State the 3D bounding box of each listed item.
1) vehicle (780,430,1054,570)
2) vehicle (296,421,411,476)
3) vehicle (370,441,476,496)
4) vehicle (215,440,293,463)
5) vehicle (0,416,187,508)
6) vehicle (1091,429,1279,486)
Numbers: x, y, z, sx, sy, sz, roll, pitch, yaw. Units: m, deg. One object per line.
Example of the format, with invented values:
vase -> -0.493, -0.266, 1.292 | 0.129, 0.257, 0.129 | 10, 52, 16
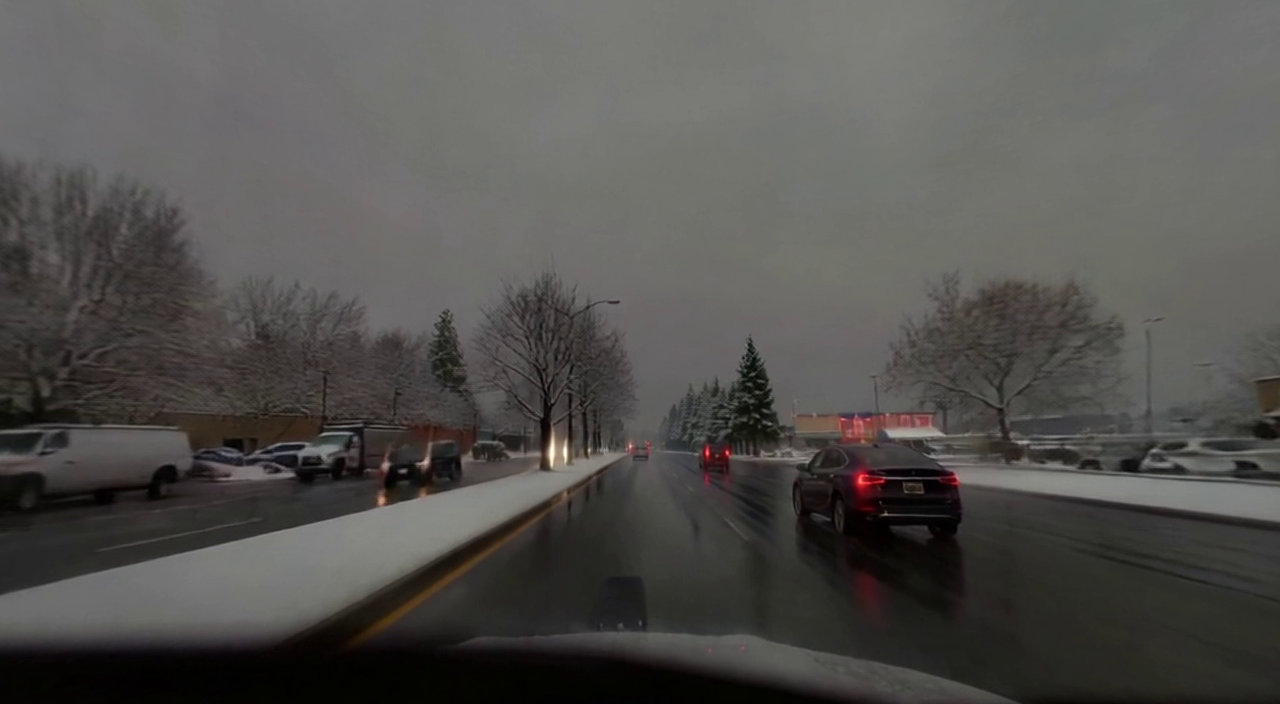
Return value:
vehicle -> 3.512, 1.944, 9.074 | 1.935, 1.501, 4.384 | 0, -9, 0
vehicle -> -18.151, 6.272, 40.748 | 3.043, 2.916, 9.736 | -4, -9, -1
vehicle -> -6.509, 3.527, 19.429 | 1.923, 1.471, 4.646 | 1, -9, -4
vehicle -> -28.949, 7.491, 47.195 | 4.429, 1.641, 2.109 | 0, -8, -1
vehicle -> -19.281, 3.673, 21.587 | 2.242, 2.633, 6.792 | 0, -9, 0
vehicle -> 17.297, 3.292, 19.756 | 4.708, 1.665, 1.920 | 0, -9, -3
